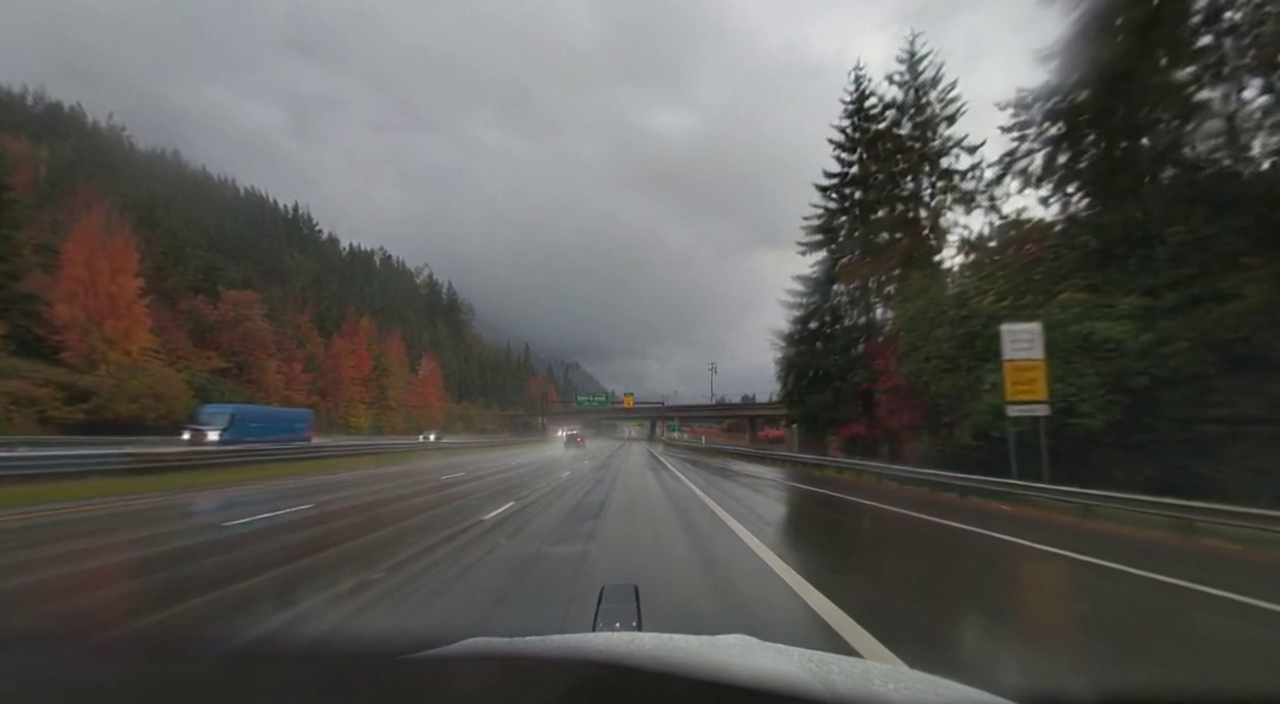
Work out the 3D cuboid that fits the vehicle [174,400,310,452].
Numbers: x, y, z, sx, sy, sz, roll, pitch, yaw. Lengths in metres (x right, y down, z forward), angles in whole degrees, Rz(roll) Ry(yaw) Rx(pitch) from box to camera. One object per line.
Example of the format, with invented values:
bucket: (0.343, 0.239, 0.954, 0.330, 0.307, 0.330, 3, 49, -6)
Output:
vehicle: (-25.874, 4.960, 41.614, 2.968, 3.038, 9.055, 0, -8, 1)
